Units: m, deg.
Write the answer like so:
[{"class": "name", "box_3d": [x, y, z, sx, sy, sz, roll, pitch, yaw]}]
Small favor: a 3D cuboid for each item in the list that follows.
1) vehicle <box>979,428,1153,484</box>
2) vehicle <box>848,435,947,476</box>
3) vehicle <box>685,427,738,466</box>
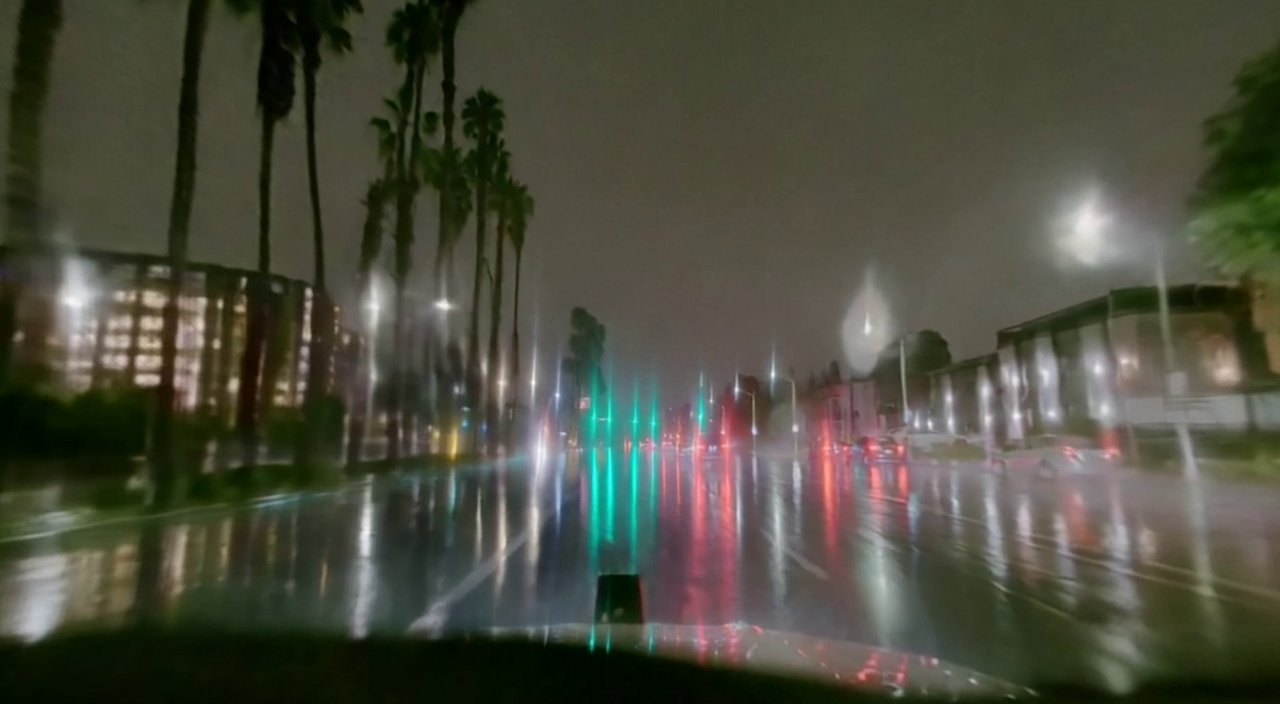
[{"class": "vehicle", "box_3d": [13.708, 3.406, 20.829, 2.009, 1.600, 4.960, 0, -9, -4]}, {"class": "vehicle", "box_3d": [10.180, 4.139, 25.376, 1.871, 1.465, 4.395, 0, -9, -3]}, {"class": "vehicle", "box_3d": [3.730, 5.057, 33.850, 2.104, 1.910, 4.693, 0, -9, -2]}]
